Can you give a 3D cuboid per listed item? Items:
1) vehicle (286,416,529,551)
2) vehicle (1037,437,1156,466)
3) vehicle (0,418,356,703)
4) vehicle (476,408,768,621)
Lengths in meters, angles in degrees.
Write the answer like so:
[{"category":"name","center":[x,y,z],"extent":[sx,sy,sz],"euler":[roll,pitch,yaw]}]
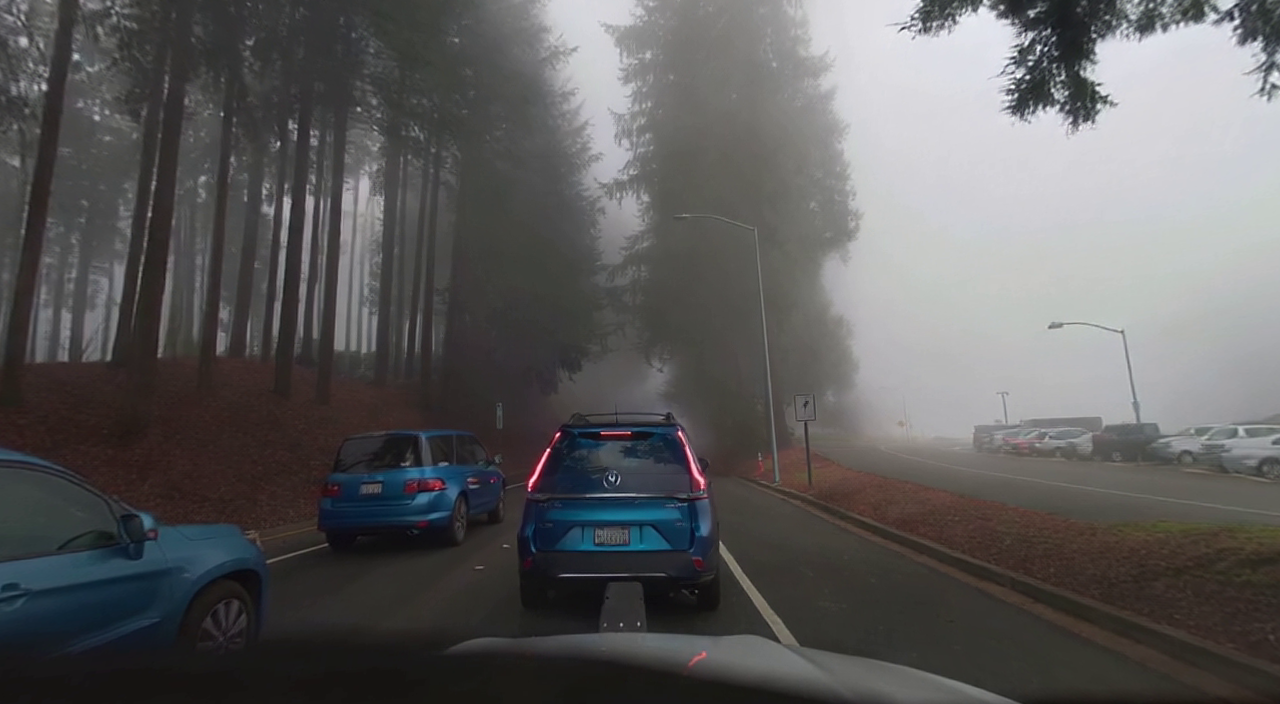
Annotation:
[{"category":"vehicle","center":[-3.462,2.063,10.648],"extent":[2.188,1.745,4.618],"euler":[0,-8,2]},{"category":"vehicle","center":[28.470,6.208,39.476],"extent":[5.955,1.702,2.166],"euler":[1,-8,-6]},{"category":"vehicle","center":[-3.684,1.161,3.637],"extent":[1.922,1.464,4.424],"euler":[0,-8,2]},{"category":"vehicle","center":[-0.039,1.524,6.838],"extent":[2.229,1.591,3.897],"euler":[-1,-8,3]}]
